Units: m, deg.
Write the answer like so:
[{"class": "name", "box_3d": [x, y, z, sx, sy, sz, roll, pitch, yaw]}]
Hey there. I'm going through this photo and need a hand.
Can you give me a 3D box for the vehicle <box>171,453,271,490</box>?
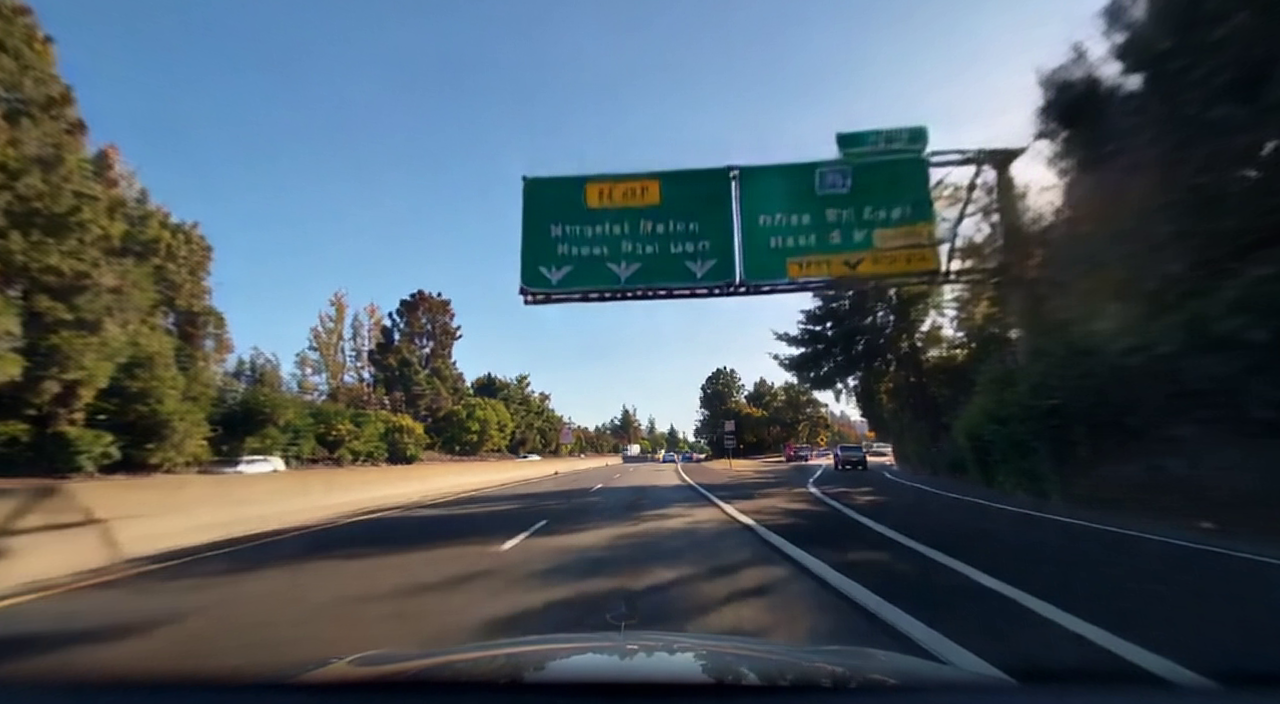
[{"class": "vehicle", "box_3d": [-18.980, 5.405, 28.751, 1.864, 1.509, 3.779, -1, -9, 2]}]
